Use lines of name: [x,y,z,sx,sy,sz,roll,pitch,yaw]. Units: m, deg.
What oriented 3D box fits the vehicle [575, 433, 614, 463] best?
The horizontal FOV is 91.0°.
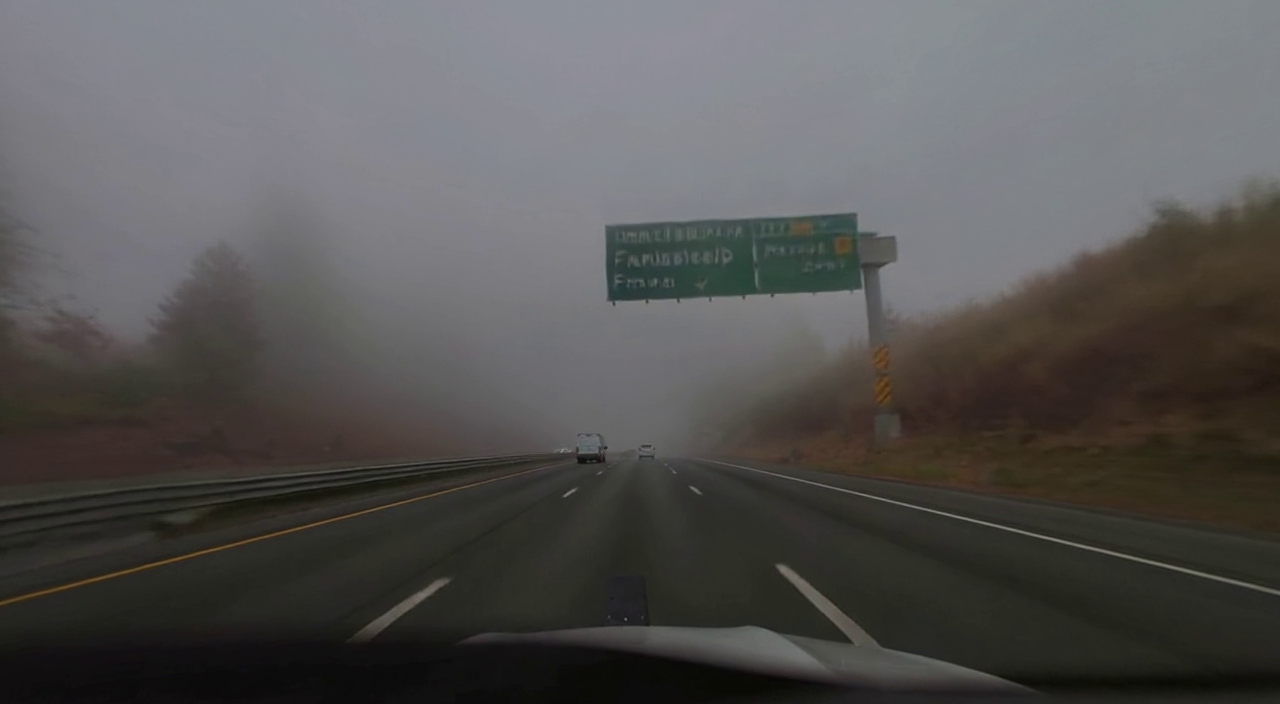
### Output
vehicle: [-3.206,6.903,45.137,2.286,2.011,4.452,0,-8,2]
